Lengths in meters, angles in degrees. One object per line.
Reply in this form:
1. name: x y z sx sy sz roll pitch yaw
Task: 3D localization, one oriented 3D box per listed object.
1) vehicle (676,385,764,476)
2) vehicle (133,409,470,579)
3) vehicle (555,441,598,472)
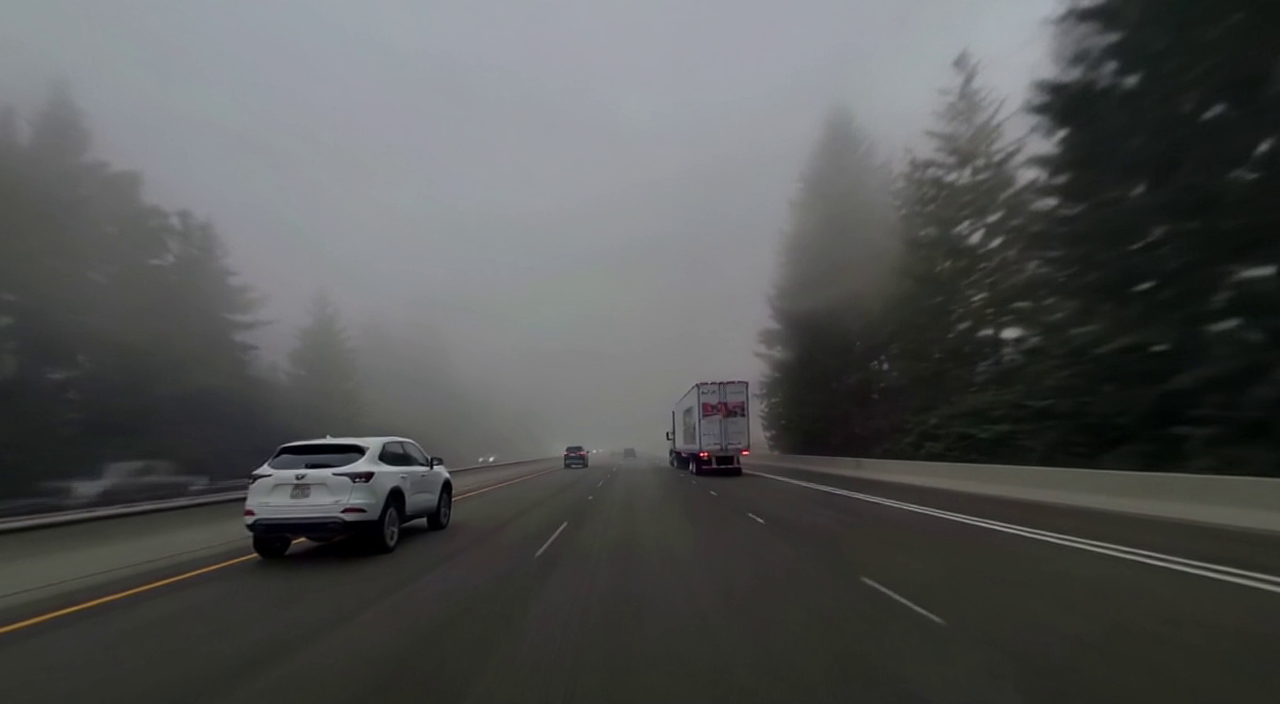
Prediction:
1. vehicle: 4.124 4.690 36.303 2.998 4.236 13.886 0 -9 -1
2. vehicle: -4.175 1.839 8.950 2.202 1.760 4.617 0 -9 0
3. vehicle: -3.744 6.251 37.784 2.139 1.716 4.530 0 -9 0
